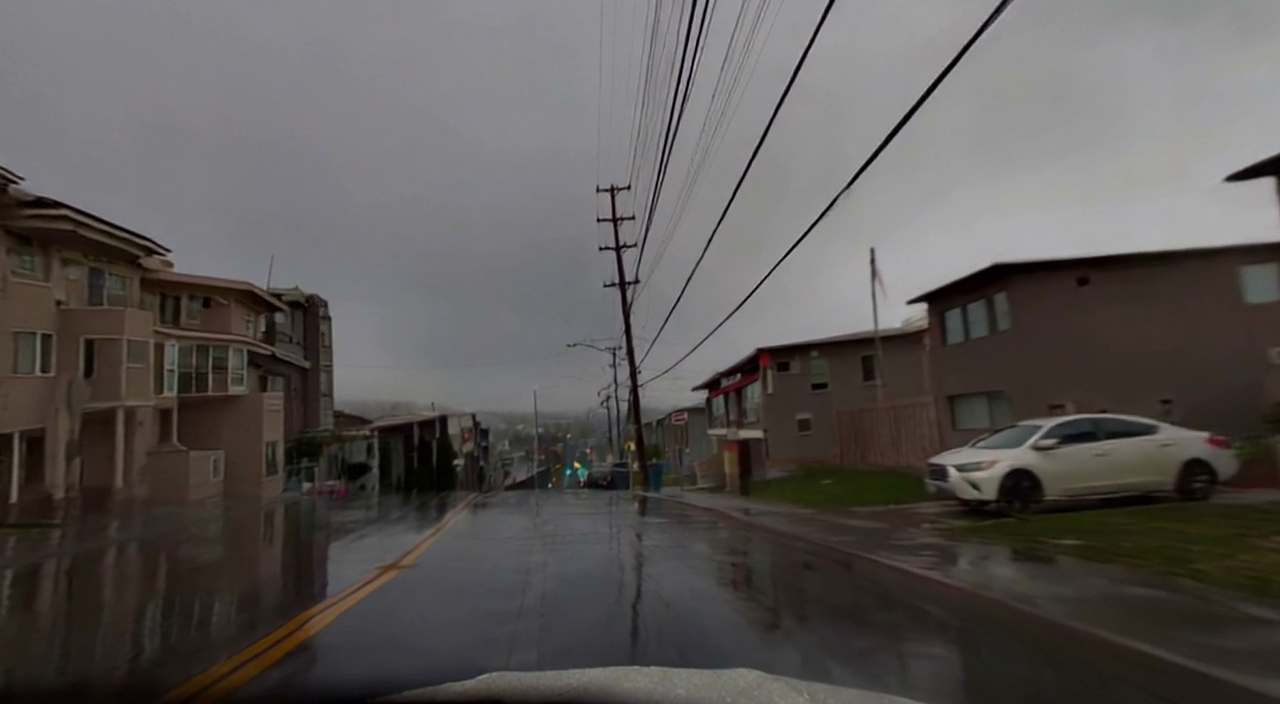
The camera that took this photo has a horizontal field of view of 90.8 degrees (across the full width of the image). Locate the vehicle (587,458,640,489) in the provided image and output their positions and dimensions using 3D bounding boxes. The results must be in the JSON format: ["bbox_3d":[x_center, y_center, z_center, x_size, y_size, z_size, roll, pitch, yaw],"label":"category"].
[{"bbox_3d":[-2.076,9.007,47.241,2.184,1.885,5.343,3,-8,-23],"label":"vehicle"}]

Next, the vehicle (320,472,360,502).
[{"bbox_3d":[-20.167,9.009,42.412,1.994,1.515,4.385,4,-8,-30],"label":"vehicle"}]

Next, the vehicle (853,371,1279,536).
[{"bbox_3d":[6.743,1.592,10.262,5.578,1.842,2.300,-4,-9,-7],"label":"vehicle"}]
